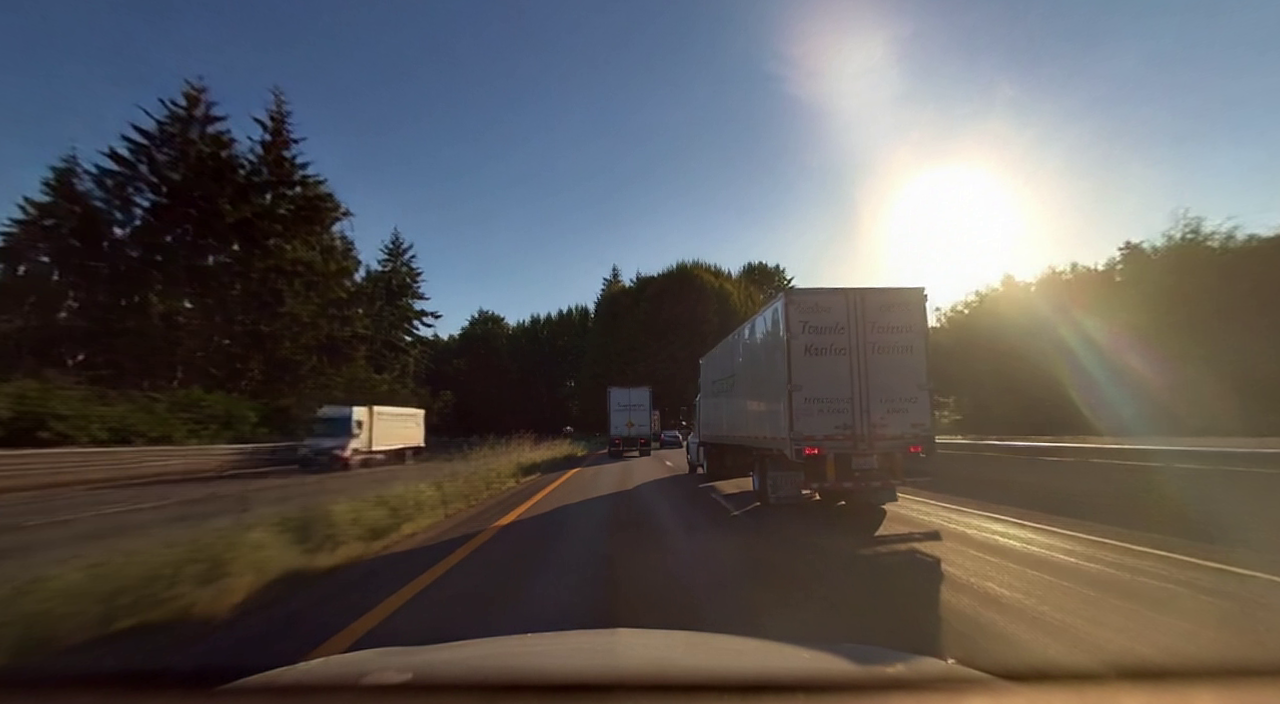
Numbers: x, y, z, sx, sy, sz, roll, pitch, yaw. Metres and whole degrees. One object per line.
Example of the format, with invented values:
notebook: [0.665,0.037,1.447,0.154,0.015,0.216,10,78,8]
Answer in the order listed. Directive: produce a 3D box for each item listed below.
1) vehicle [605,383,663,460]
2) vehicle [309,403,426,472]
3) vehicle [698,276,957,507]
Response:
vehicle: [-0.370,4.254,37.588,2.958,3.917,10.196,0,-8,-1]
vehicle: [-13.099,4.211,31.033,2.765,2.984,6.749,0,-8,0]
vehicle: [3.988,1.637,18.502,2.856,4.145,14.500,0,-8,-1]
